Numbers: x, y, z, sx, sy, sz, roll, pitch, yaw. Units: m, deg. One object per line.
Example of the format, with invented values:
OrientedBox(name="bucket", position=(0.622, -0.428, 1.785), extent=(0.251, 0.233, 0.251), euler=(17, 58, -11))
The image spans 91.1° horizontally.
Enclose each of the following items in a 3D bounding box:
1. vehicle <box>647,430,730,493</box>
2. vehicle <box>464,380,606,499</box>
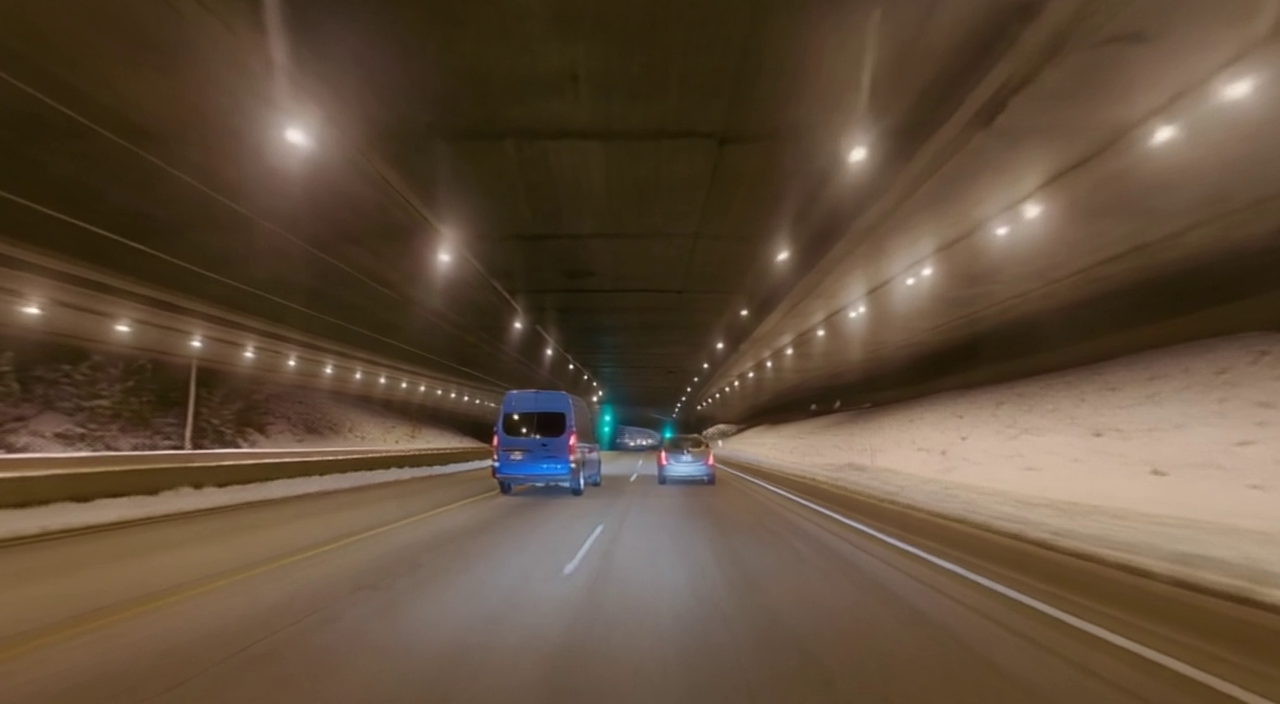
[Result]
OrientedBox(name="vehicle", position=(1.289, 3.056, 17.975), extent=(2.095, 1.553, 4.069), euler=(-1, -8, 2))
OrientedBox(name="vehicle", position=(-2.324, 2.177, 15.751), extent=(2.404, 2.459, 5.229), euler=(-1, -8, 3))
